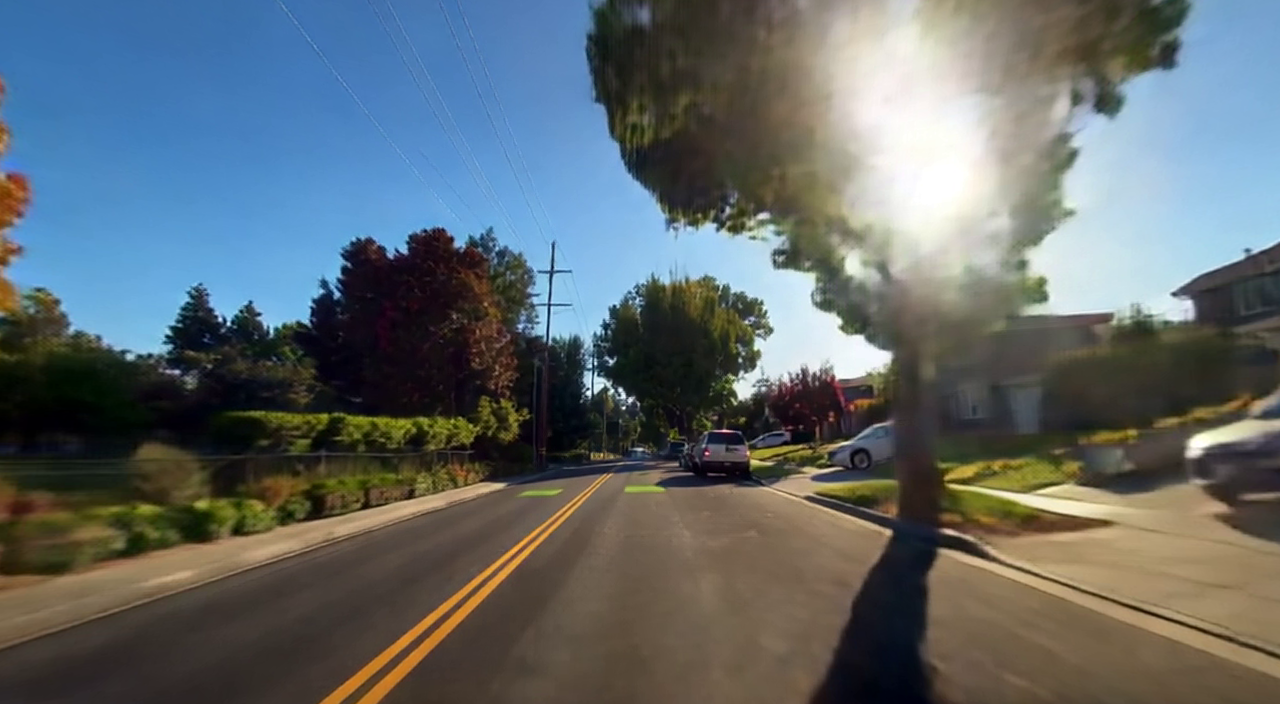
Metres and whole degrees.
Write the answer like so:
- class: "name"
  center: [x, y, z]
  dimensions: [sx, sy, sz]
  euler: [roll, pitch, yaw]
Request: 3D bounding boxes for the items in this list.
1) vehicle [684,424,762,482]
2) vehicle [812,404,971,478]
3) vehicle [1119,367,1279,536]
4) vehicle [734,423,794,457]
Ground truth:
- class: "vehicle"
  center: [3.144, 4.021, 25.357]
  dimensions: [2.347, 2.070, 5.735]
  euler: [0, -9, 0]
- class: "vehicle"
  center: [8.585, 3.081, 21.893]
  dimensions: [4.418, 1.648, 2.017]
  euler: [-10, -8, -1]
- class: "vehicle"
  center: [9.447, 0.991, 8.139]
  dimensions: [4.922, 1.846, 1.941]
  euler: [-6, -8, -5]
- class: "vehicle"
  center: [9.690, 6.909, 49.544]
  dimensions: [4.008, 1.765, 1.880]
  euler: [-12, -8, -1]
